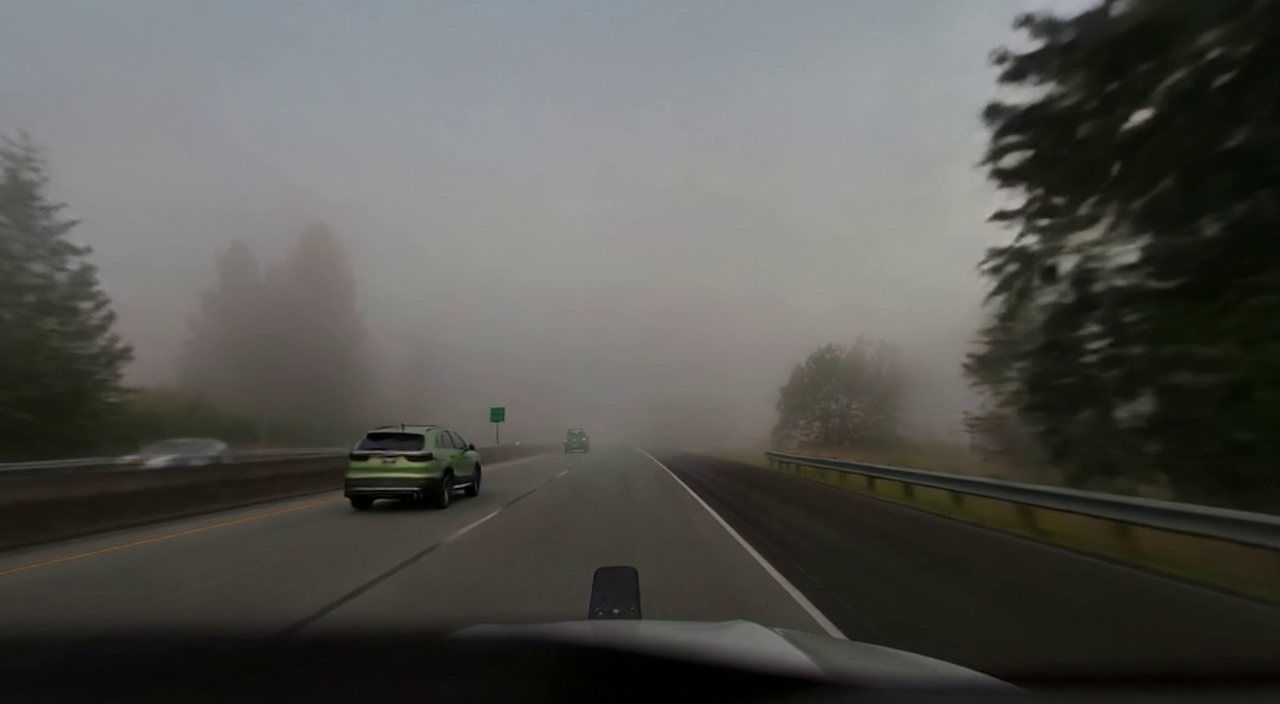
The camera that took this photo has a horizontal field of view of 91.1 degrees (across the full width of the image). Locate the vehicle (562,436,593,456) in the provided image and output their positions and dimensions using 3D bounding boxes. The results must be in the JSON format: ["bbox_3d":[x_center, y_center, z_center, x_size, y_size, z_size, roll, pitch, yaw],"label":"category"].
[{"bbox_3d":[-4.910,7.421,49.672,2.063,1.496,4.225,0,-8,-1],"label":"vehicle"}]

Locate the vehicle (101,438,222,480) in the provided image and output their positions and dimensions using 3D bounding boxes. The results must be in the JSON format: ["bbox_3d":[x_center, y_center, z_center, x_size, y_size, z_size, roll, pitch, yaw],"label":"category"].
[{"bbox_3d":[-17.616,3.931,23.364,1.794,1.408,3.420,0,-8,-1],"label":"vehicle"}]

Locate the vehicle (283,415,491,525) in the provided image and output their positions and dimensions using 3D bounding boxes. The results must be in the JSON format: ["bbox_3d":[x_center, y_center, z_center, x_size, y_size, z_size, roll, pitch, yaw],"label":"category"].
[{"bbox_3d":[-4.364,2.082,11.813,2.070,1.647,4.577,0,-8,-1],"label":"vehicle"}]
